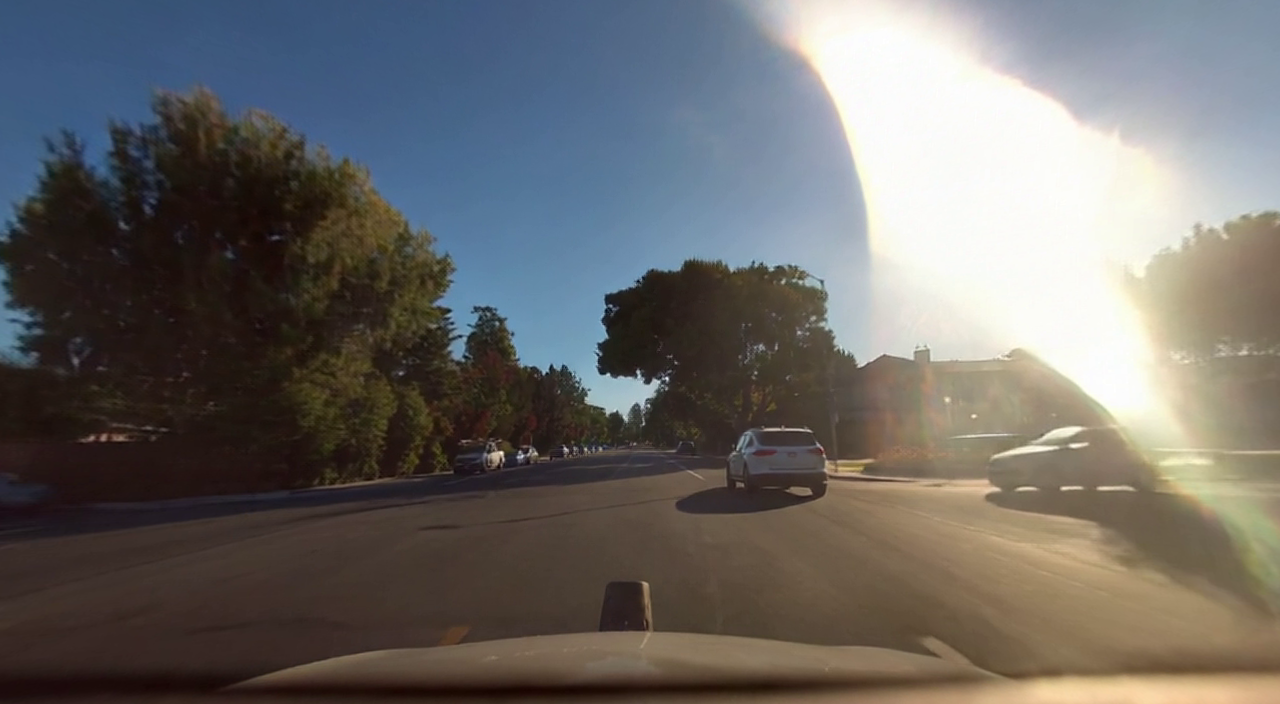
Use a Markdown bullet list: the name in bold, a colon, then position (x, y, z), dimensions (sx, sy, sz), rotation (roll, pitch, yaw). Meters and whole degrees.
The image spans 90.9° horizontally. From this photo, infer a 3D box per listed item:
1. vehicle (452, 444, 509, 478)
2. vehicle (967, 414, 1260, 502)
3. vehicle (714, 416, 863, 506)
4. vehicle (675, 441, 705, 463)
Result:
- **vehicle**: position (-10.291, 7.040, 41.118), dimensions (2.261, 1.851, 5.724), rotation (-5, -8, -1)
- **vehicle**: position (11.514, 2.588, 15.636), dimensions (5.539, 1.729, 2.145), rotation (-3, -8, -3)
- **vehicle**: position (3.519, 2.760, 16.450), dimensions (2.497, 1.889, 5.833), rotation (-1, -8, 0)
- **vehicle**: position (3.545, 7.192, 45.386), dimensions (1.956, 1.492, 4.425), rotation (-1, -8, 2)
